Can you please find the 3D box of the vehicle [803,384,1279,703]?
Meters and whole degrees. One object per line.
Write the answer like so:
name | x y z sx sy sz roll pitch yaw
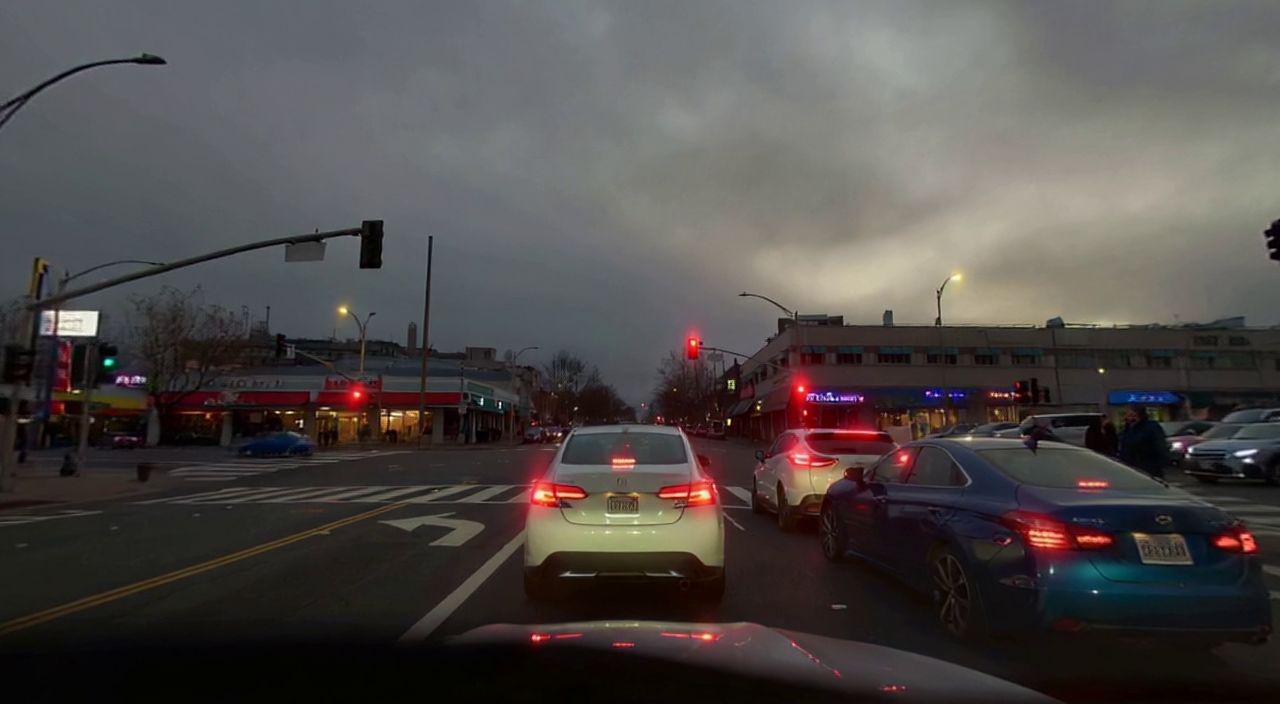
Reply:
vehicle | 3.034 1.309 5.447 1.983 1.654 4.354 0 -8 -2

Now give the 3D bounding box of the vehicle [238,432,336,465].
vehicle | -19.974 5.462 35.775 5.003 1.799 2.066 -4 -9 22

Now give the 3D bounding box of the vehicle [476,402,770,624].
vehicle | -0.141 1.516 7.008 2.123 1.589 4.702 0 -8 0
